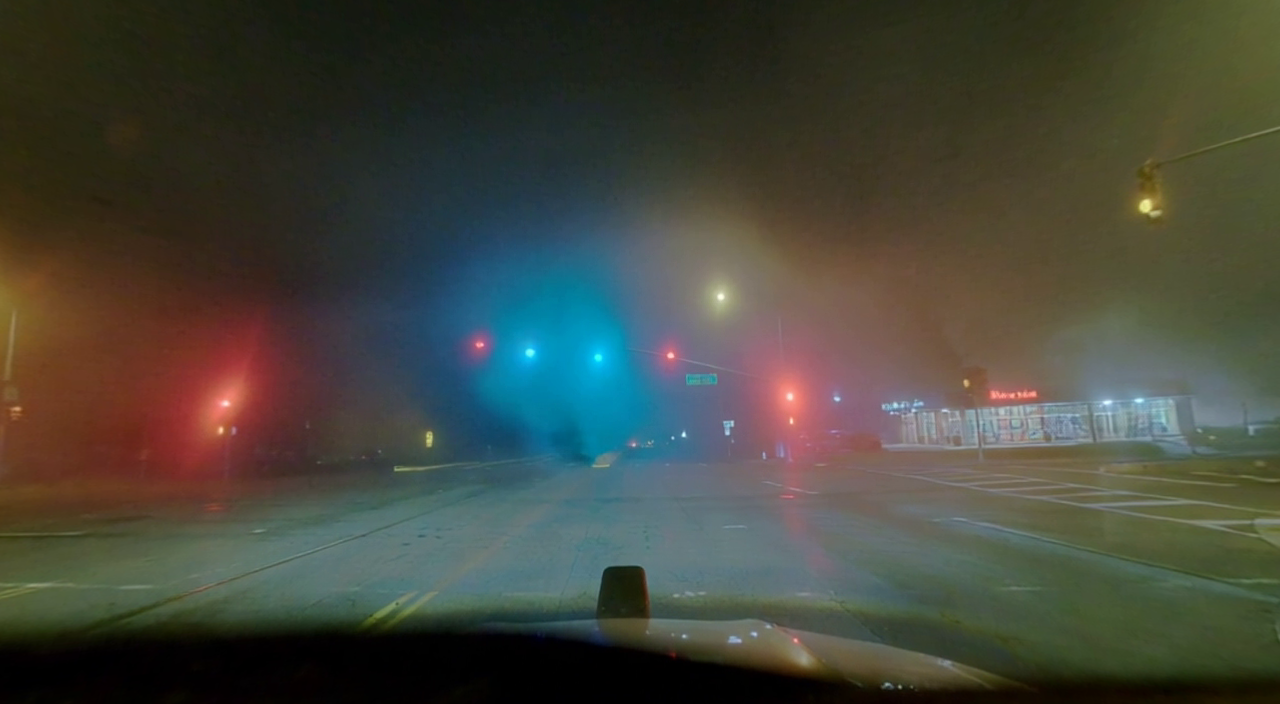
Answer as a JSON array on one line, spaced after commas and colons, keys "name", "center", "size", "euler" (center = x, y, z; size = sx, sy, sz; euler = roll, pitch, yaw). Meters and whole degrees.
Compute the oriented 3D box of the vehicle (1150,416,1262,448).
[{"name": "vehicle", "center": [28.286, 4.077, 31.721], "size": [1.799, 1.459, 4.266], "euler": [0, -8, 3]}]
